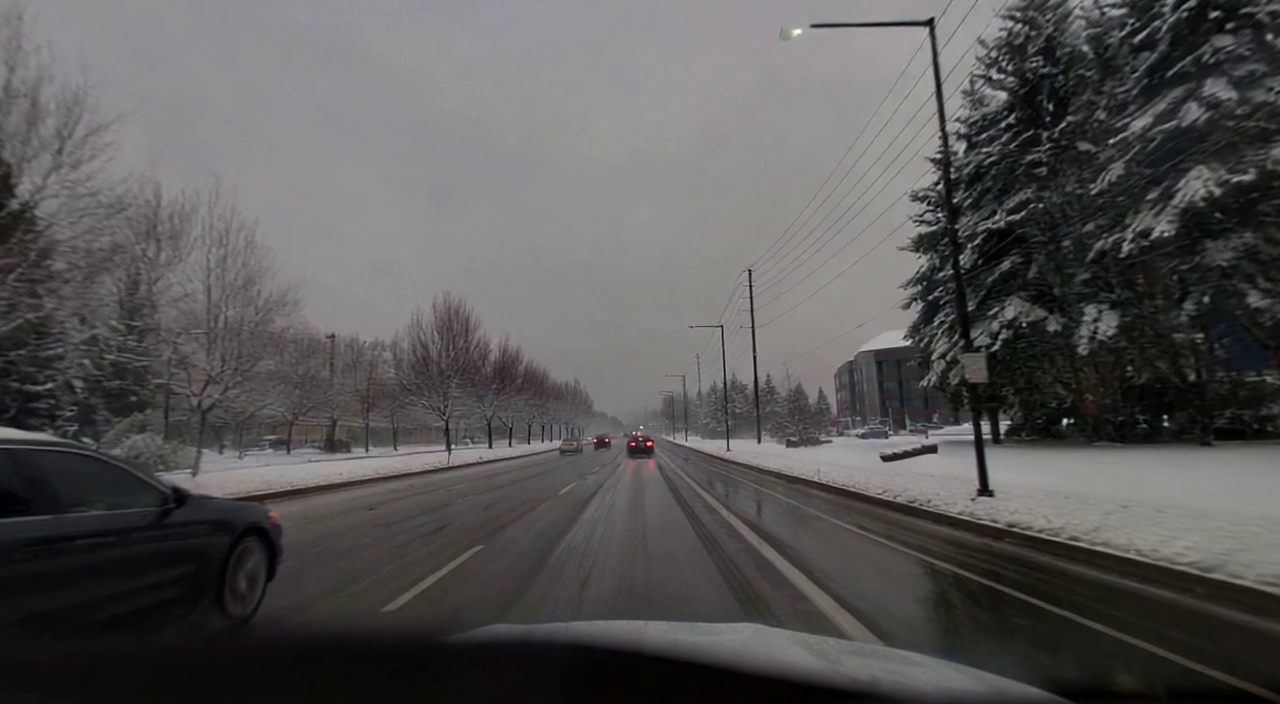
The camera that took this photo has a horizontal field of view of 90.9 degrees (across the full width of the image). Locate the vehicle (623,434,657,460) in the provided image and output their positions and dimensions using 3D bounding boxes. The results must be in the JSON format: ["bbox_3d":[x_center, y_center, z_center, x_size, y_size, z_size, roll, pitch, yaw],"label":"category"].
[{"bbox_3d":[-0.010,6.438,42.914,2.199,1.652,4.101,0,-8,0],"label":"vehicle"}]

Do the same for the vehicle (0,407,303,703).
[{"bbox_3d":[-3.767,0.971,2.673,1.942,1.462,4.905,0,-8,0],"label":"vehicle"}]
